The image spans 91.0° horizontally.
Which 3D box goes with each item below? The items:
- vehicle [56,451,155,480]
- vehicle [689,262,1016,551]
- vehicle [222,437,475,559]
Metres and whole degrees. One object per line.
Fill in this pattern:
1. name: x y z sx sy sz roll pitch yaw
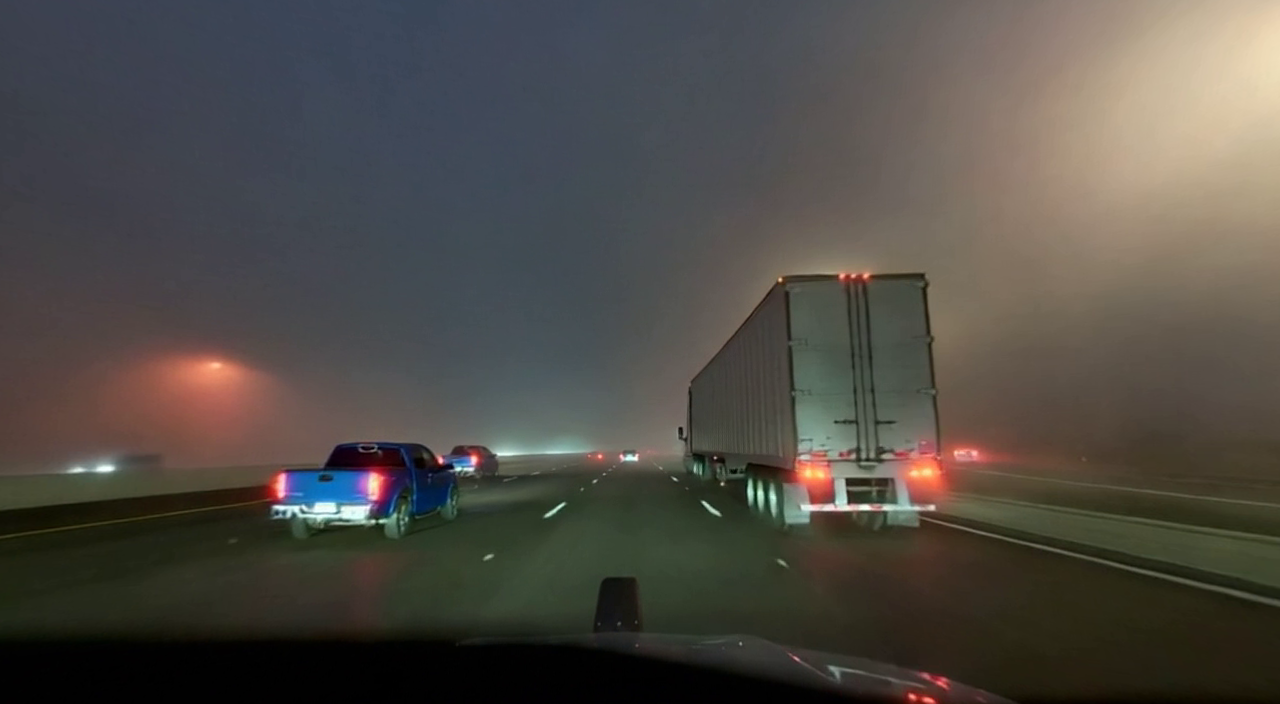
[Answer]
1. vehicle: -36.359 7.690 43.063 2.037 1.800 5.396 0 -9 0
2. vehicle: 3.611 1.928 17.141 2.891 4.123 16.415 0 -9 -1
3. vehicle: -4.276 2.179 10.168 2.120 1.537 4.139 0 -9 0
